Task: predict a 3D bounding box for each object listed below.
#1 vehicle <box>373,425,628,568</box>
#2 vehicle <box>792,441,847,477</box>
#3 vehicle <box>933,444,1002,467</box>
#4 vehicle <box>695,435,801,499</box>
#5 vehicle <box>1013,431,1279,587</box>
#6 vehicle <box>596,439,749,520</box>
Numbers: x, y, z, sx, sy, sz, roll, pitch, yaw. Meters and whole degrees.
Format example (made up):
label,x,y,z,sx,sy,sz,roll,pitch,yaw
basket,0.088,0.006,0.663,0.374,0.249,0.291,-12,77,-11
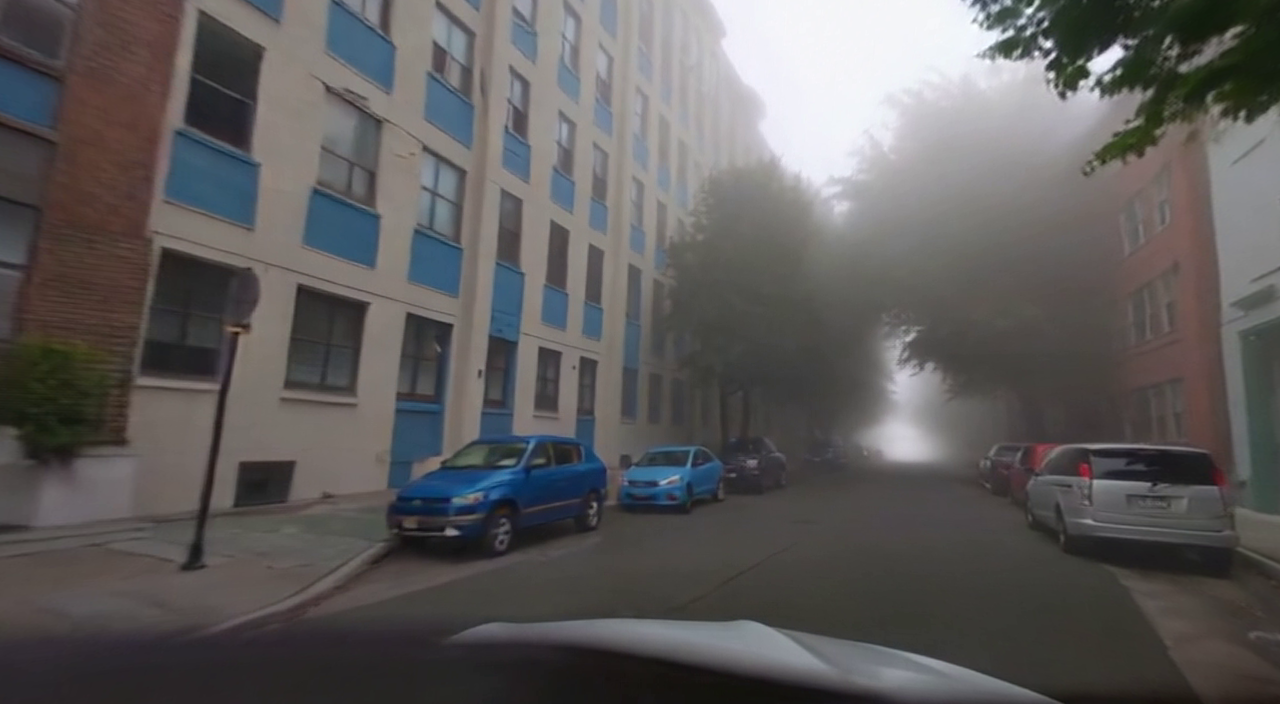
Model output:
label,x,y,z,sx,sy,sz,roll,pitch,yaw
vehicle,-1.667,1.802,8.706,1.719,1.519,3.414,-3,-8,23
vehicle,8.562,5.016,29.796,1.840,1.493,3.761,-4,-8,25
vehicle,22.373,7.089,43.095,3.657,1.475,1.930,-1,-8,5
vehicle,3.290,3.257,18.495,1.942,1.629,4.302,-4,-8,25
vehicle,6.753,1.950,8.923,1.883,1.615,4.234,-3,-8,23
vehicle,0.894,2.645,13.811,1.830,1.427,4.294,-4,-8,25
